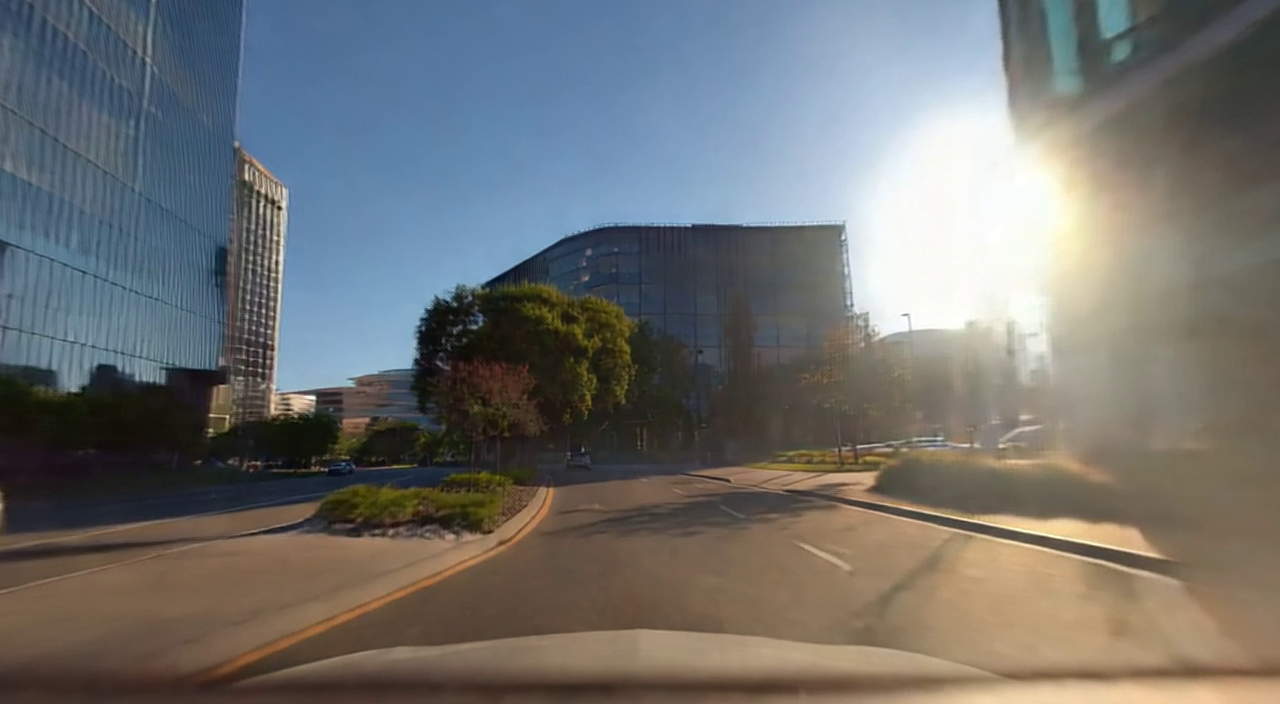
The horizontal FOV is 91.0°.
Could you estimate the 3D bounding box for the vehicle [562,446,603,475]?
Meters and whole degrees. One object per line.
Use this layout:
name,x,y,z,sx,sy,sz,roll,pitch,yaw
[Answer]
vehicle,-3.890,7.229,42.118,2.129,1.816,4.851,2,-9,-12
